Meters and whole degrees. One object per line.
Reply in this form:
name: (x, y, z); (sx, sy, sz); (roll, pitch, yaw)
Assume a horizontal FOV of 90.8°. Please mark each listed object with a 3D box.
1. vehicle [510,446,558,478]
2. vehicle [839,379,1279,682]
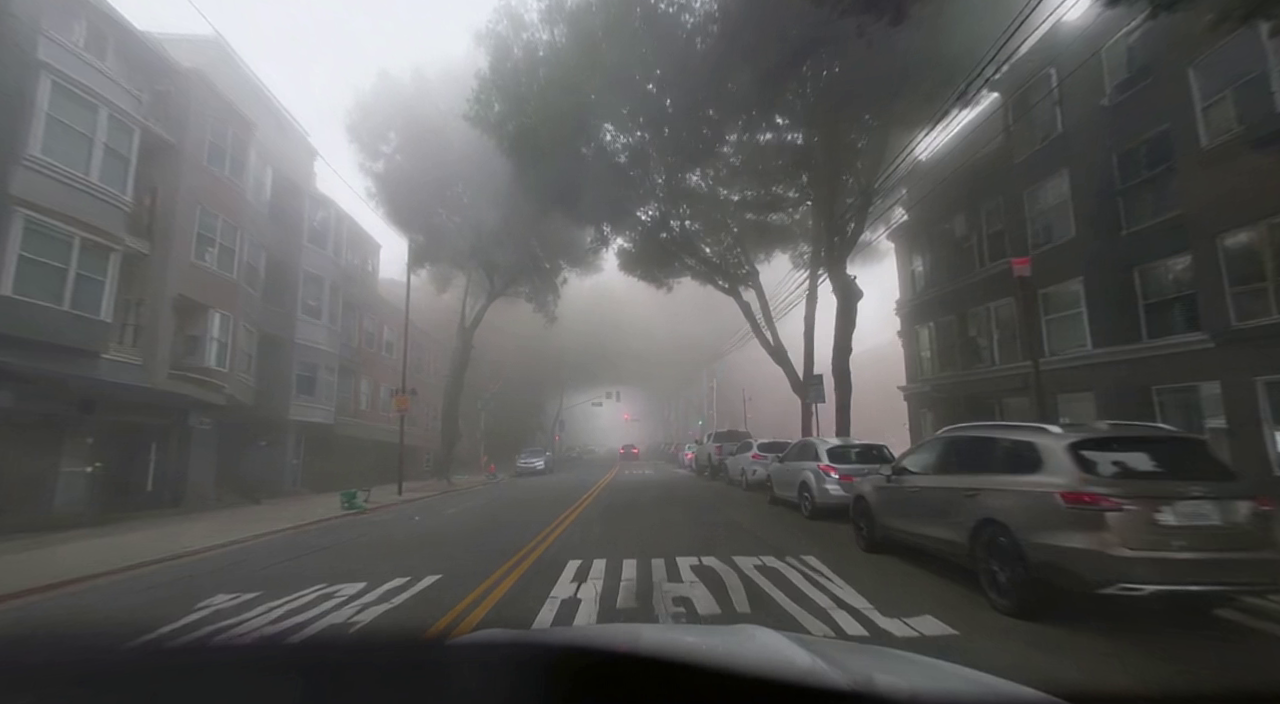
vehicle: (-6.385, 6.657, 38.541); (2.013, 1.772, 4.439); (-1, -8, 2)
vehicle: (3.525, 1.297, 5.743); (1.996, 1.642, 4.472); (0, -8, 0)
